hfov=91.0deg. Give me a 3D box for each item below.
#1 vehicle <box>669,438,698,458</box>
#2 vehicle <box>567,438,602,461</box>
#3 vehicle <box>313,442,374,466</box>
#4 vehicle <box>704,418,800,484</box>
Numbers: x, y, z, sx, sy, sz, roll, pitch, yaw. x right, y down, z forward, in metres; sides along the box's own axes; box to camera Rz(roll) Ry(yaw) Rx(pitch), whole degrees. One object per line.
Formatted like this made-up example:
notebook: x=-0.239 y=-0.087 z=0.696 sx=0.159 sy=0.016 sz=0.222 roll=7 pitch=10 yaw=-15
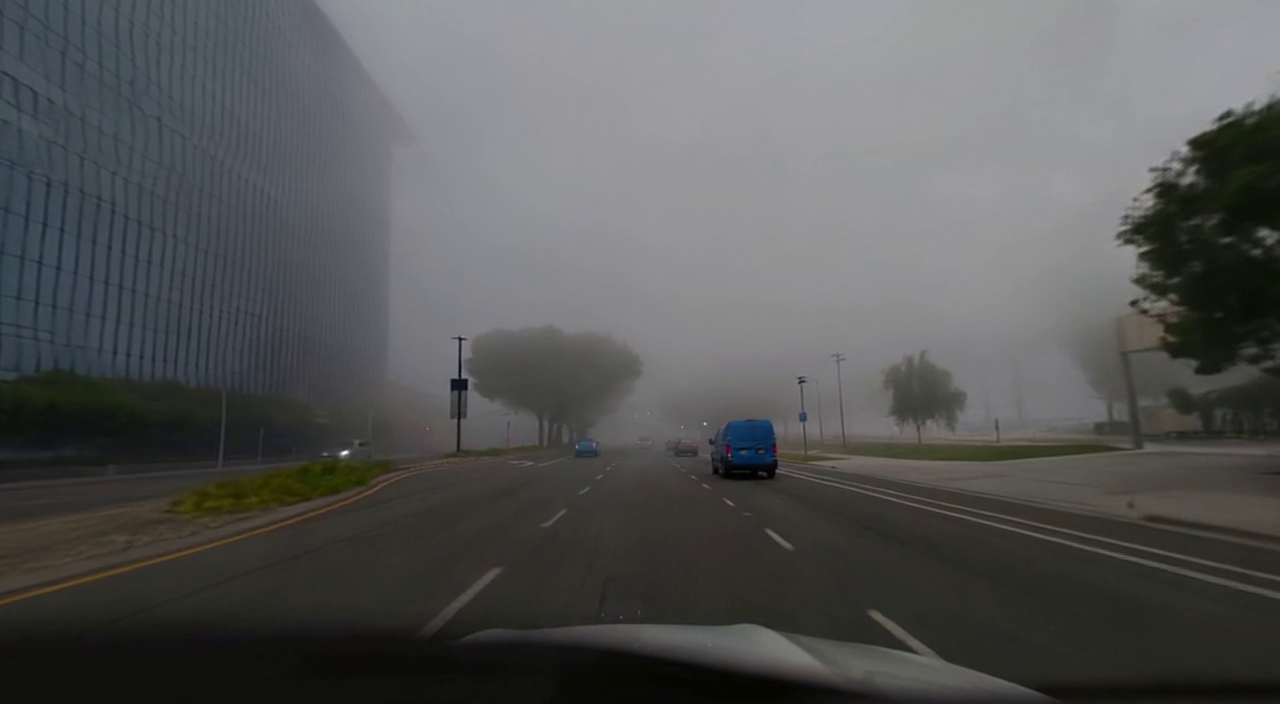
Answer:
vehicle: x=3.398 y=7.554 z=49.497 sx=1.867 sy=1.493 sz=4.190 roll=0 pitch=-8 yaw=-1
vehicle: x=-3.598 y=6.445 z=41.639 sx=1.864 sy=1.464 sz=4.195 roll=0 pitch=-8 yaw=1
vehicle: x=-19.906 y=6.842 z=42.444 sx=1.836 sy=1.512 sz=4.493 roll=0 pitch=-8 yaw=1
vehicle: x=3.531 y=3.262 z=20.961 sx=2.200 sy=1.914 sz=5.145 roll=0 pitch=-8 yaw=-1
